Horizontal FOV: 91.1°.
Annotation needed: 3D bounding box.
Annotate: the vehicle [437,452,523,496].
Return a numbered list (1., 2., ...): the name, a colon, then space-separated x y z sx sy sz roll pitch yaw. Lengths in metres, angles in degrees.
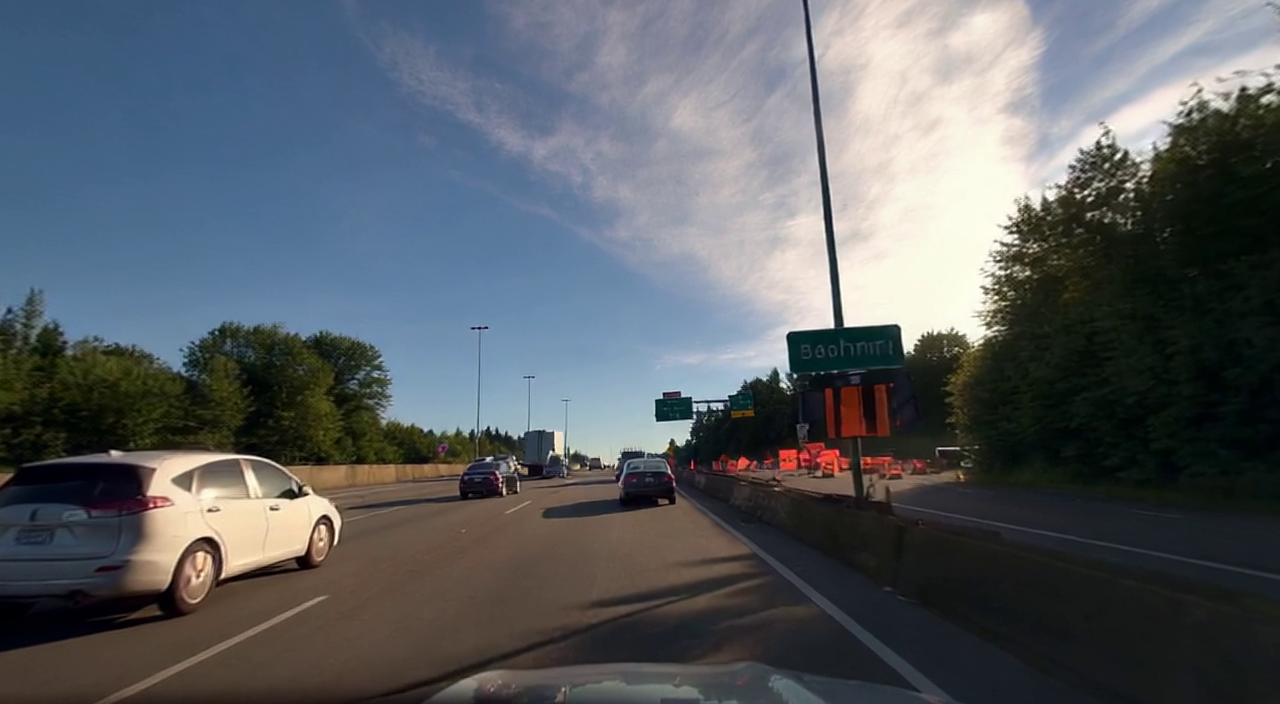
1. vehicle: -5.654 4.342 22.769 2.063 1.417 4.000 0 -9 0

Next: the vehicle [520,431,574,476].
1. vehicle: -5.853 6.534 40.464 2.326 2.645 6.249 0 -9 1

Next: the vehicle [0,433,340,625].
1. vehicle: -5.519 1.757 7.259 1.892 1.481 4.573 0 -9 -1

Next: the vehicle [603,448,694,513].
1. vehicle: 0.195 3.202 16.113 2.080 1.451 3.512 0 -9 0
